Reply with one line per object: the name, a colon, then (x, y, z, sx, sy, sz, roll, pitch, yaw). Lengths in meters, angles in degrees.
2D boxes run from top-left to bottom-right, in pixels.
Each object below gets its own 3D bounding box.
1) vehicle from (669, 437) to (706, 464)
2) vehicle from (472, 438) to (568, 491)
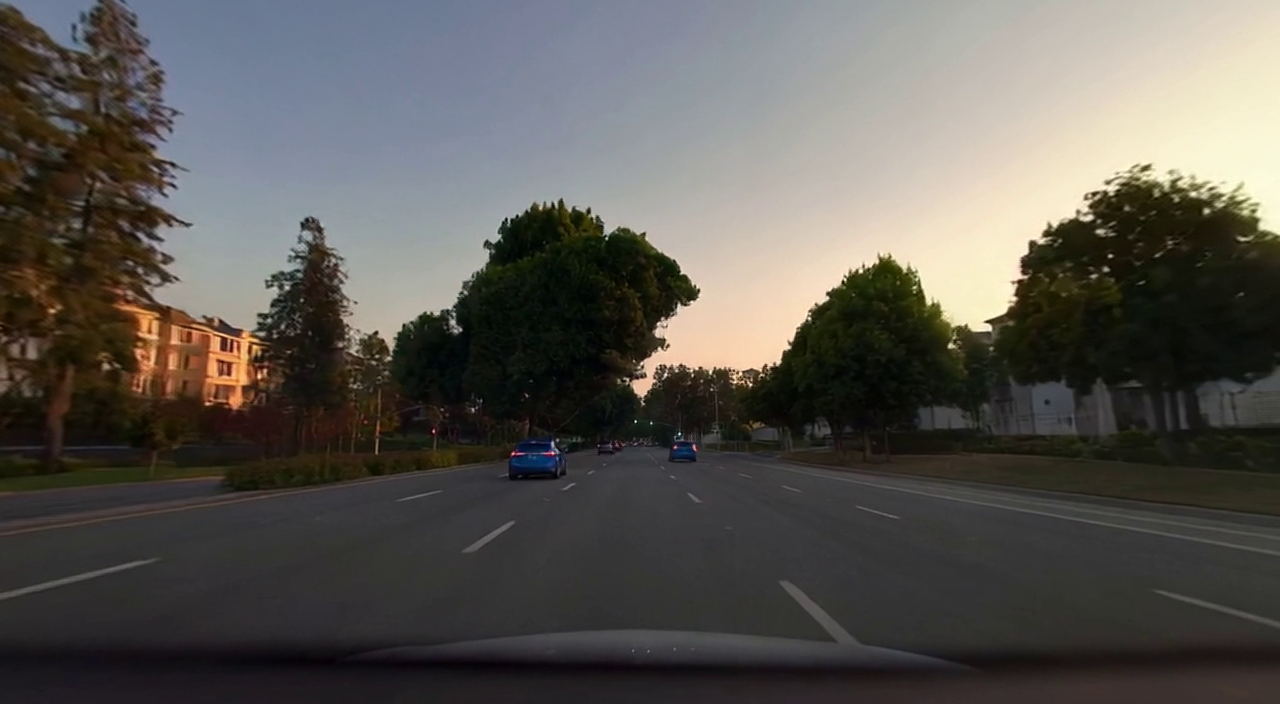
vehicle: (3.064, 6.479, 41.585, 2.072, 1.696, 4.177, 0, -8, -1)
vehicle: (-3.627, 3.478, 19.923, 2.112, 1.471, 4.212, 0, -8, 1)
